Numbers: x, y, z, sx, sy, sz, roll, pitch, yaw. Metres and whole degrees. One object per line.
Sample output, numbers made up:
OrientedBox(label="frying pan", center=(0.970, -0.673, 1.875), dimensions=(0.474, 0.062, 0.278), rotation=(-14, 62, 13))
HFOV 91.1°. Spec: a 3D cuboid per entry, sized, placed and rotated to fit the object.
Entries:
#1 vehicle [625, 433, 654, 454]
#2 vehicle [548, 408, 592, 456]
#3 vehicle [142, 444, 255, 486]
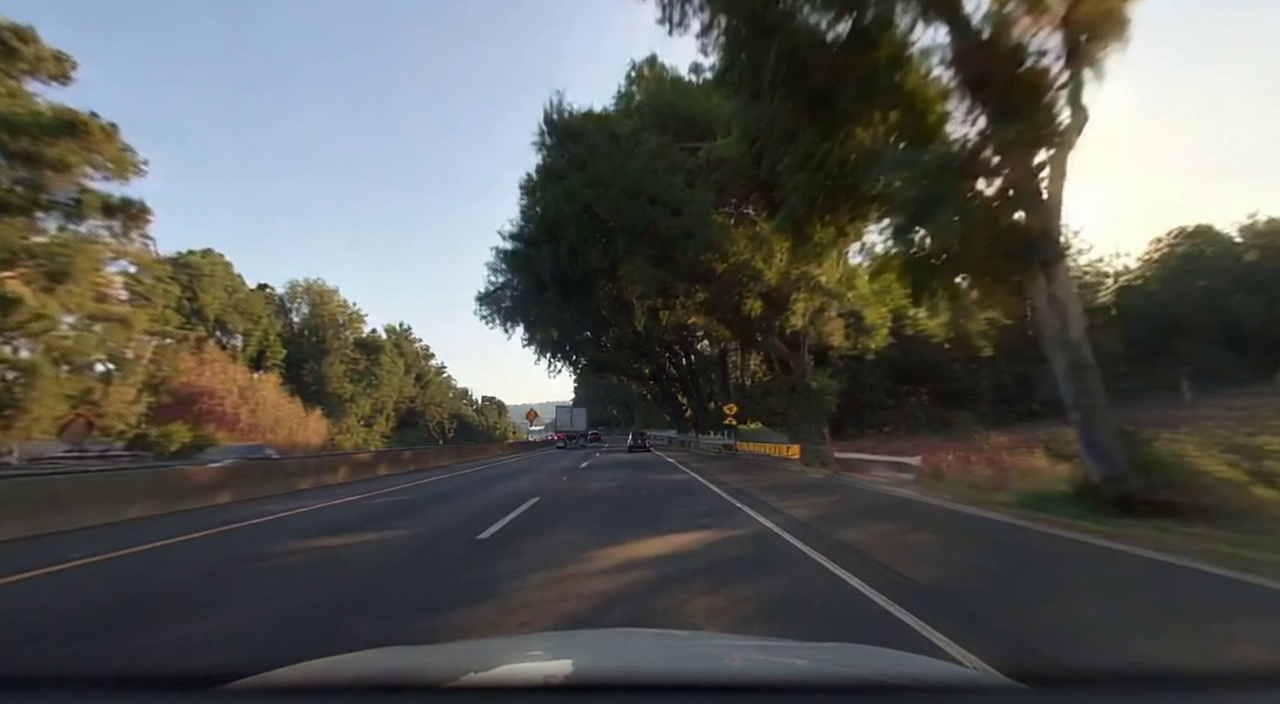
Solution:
OrientedBox(label="vehicle", center=(-0.093, 6.620, 45.604), dimensions=(1.988, 1.472, 3.716), rotation=(0, -8, -1))
OrientedBox(label="vehicle", center=(-4.856, 5.699, 44.704), dimensions=(2.450, 3.098, 6.965), rotation=(0, -8, -1))
OrientedBox(label="vehicle", center=(-16.798, 4.283, 24.133), dimensions=(1.654, 1.408, 3.685), rotation=(0, -8, 0))
